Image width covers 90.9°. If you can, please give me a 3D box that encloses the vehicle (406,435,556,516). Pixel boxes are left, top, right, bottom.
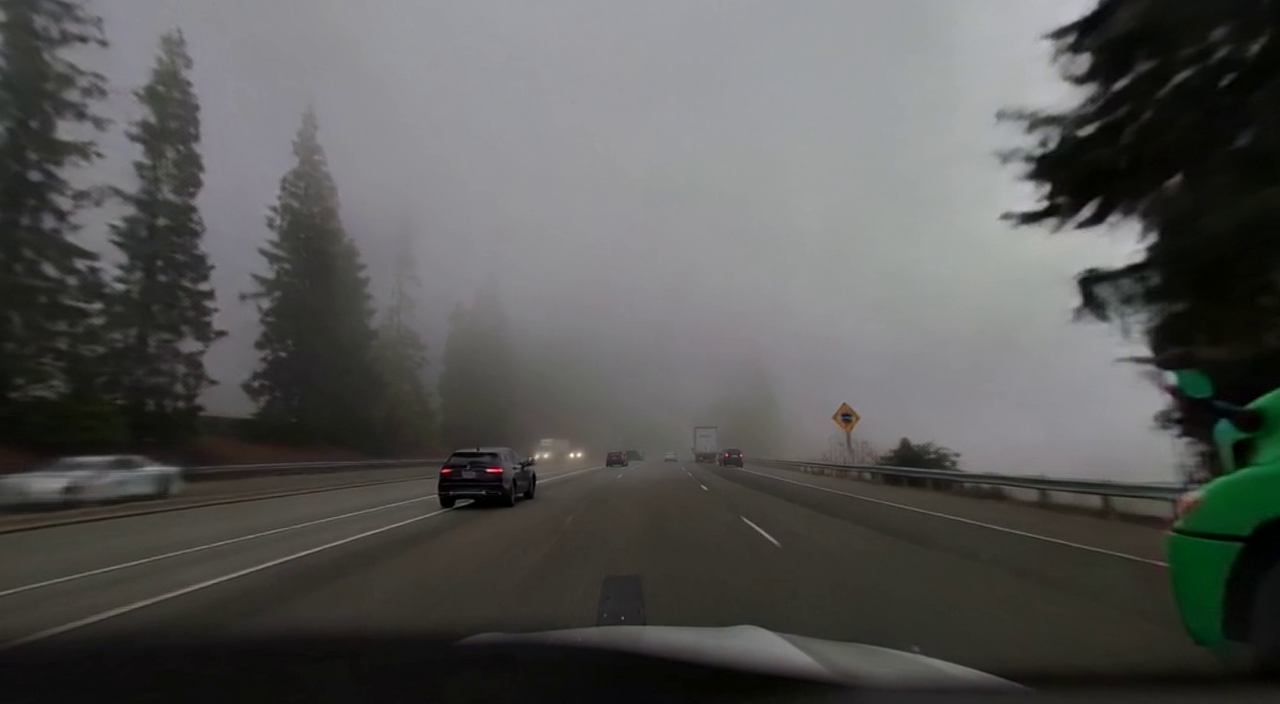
[{"bbox_3d":[-3.366,2.741,14.505,2.085,1.530,4.809,0,-9,2],"label":"vehicle"}]

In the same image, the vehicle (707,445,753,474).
[{"bbox_3d":[5.199,6.287,36.922,2.176,1.598,3.878,0,-9,1],"label":"vehicle"}]

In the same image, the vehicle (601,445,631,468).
[{"bbox_3d":[-1.815,8.137,49.156,2.017,1.683,4.309,-1,-9,3],"label":"vehicle"}]
